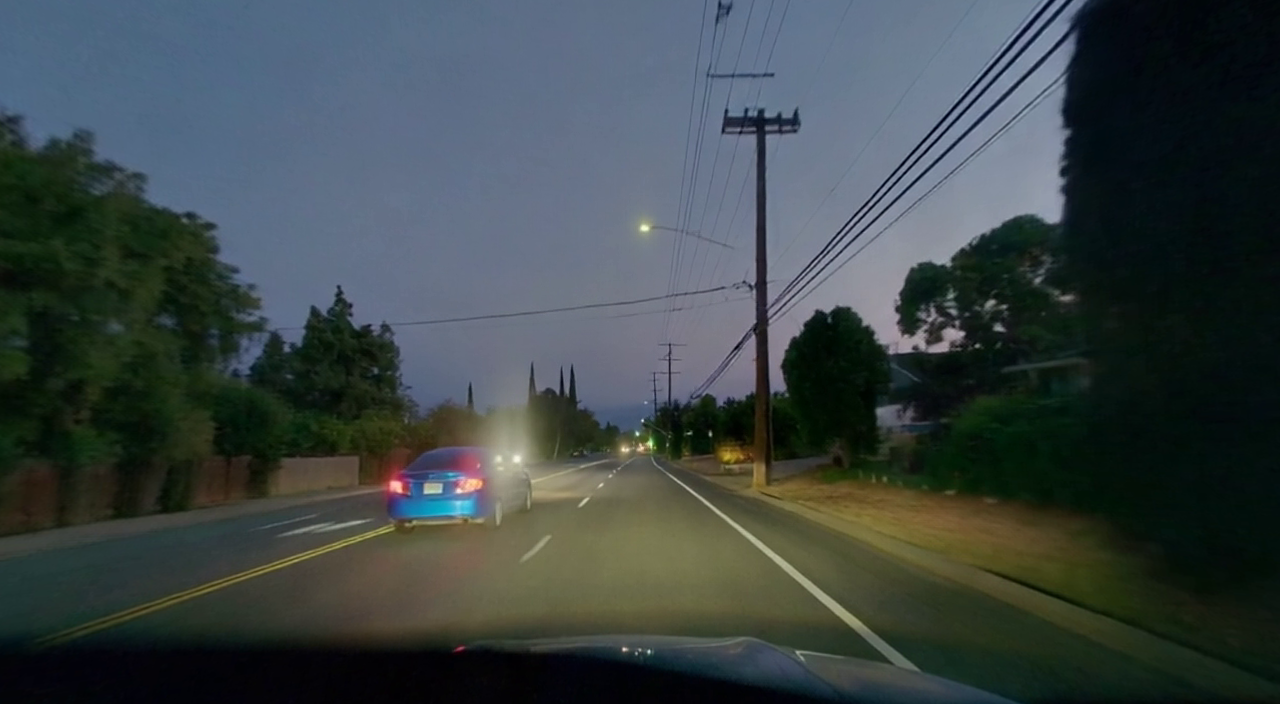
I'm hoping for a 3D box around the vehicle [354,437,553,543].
[{"bbox_3d":[-3.074,2.383,11.740,2.085,1.512,5.023,0,-8,1],"label":"vehicle"}]
